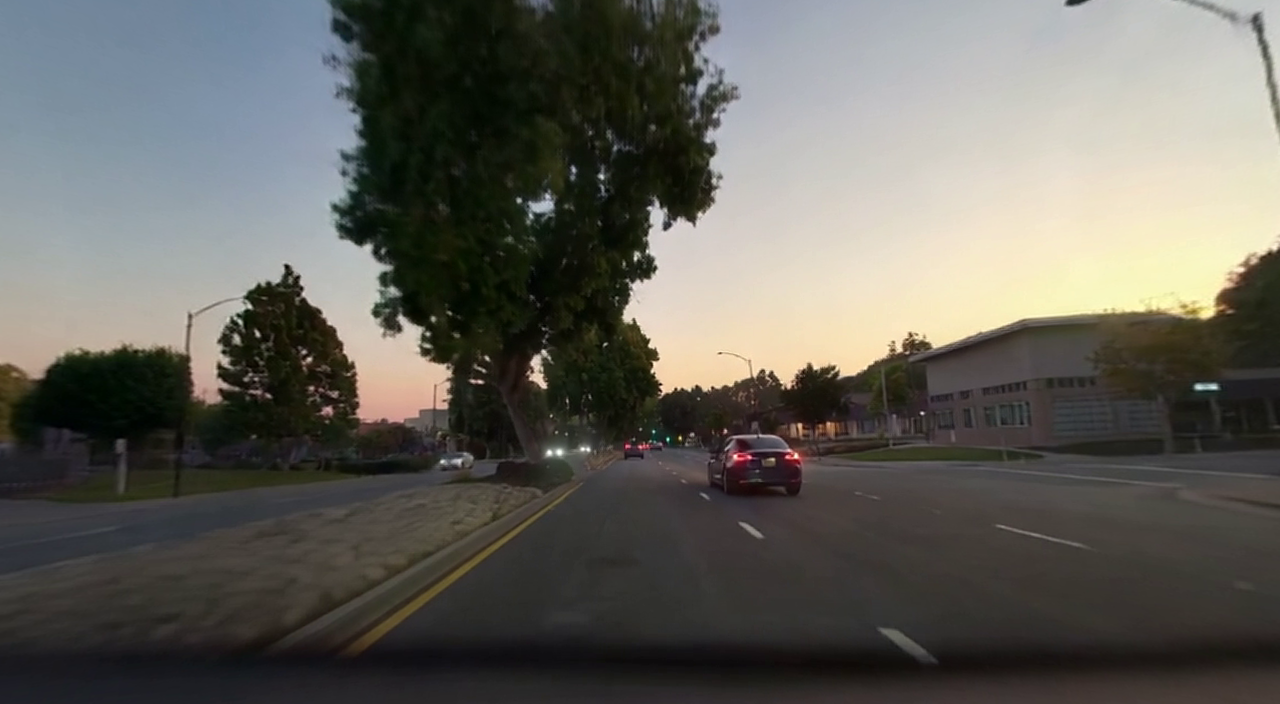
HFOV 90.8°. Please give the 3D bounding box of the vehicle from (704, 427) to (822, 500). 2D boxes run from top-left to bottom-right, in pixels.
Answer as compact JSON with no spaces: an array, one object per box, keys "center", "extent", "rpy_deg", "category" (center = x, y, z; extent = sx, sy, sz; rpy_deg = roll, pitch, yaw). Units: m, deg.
[{"center":[2.997,2.851,16.585],"extent":[1.995,1.616,4.729],"rpy_deg":[0,-8,-2],"category":"vehicle"}]
